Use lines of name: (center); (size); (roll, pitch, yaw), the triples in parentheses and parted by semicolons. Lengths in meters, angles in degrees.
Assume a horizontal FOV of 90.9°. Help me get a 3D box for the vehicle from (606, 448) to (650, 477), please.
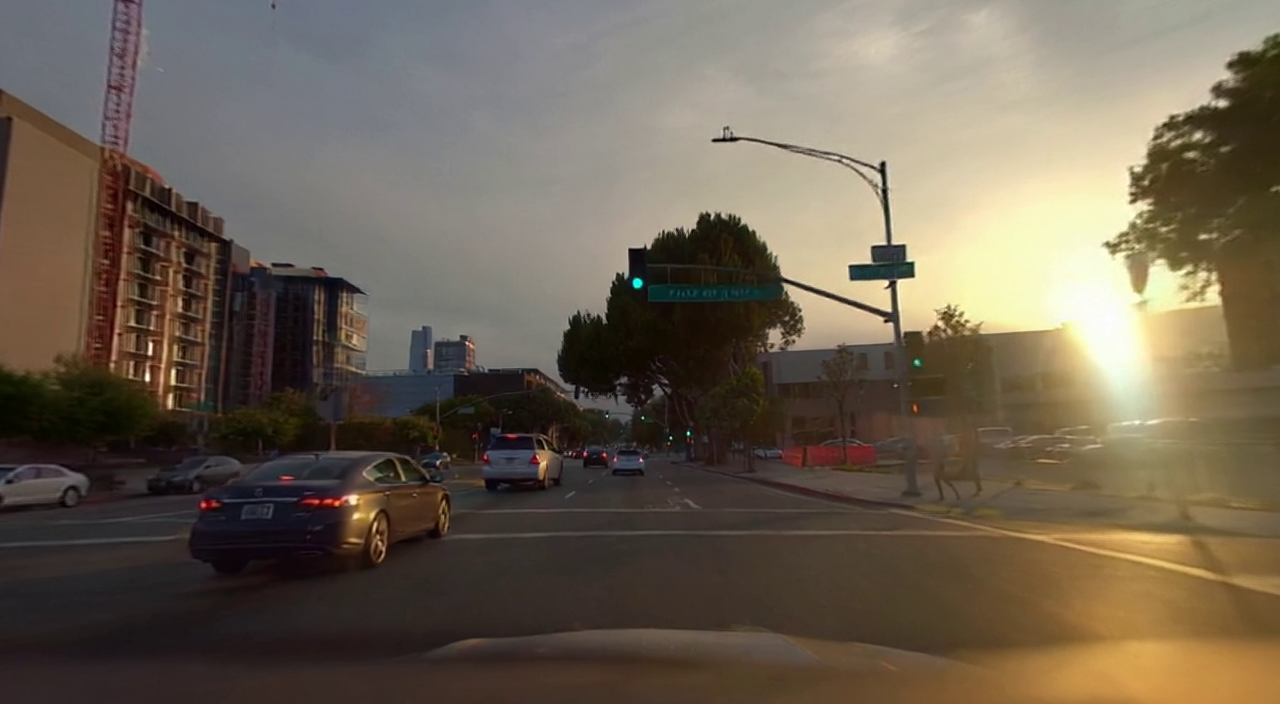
vehicle: (-0.637, 5.848, 33.724); (2.171, 1.422, 4.146); (0, -9, -1)

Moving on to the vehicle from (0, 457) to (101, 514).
vehicle: (-19.326, 4.087, 19.367); (1.867, 1.543, 4.064); (-2, -9, 0)

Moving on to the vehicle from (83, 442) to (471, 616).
vehicle: (-3.615, 1.808, 7.527); (1.959, 1.406, 4.527); (0, -8, 0)

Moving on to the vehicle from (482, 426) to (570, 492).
vehicle: (-3.881, 3.755, 22.360); (2.240, 2.054, 4.662); (0, -9, 0)
